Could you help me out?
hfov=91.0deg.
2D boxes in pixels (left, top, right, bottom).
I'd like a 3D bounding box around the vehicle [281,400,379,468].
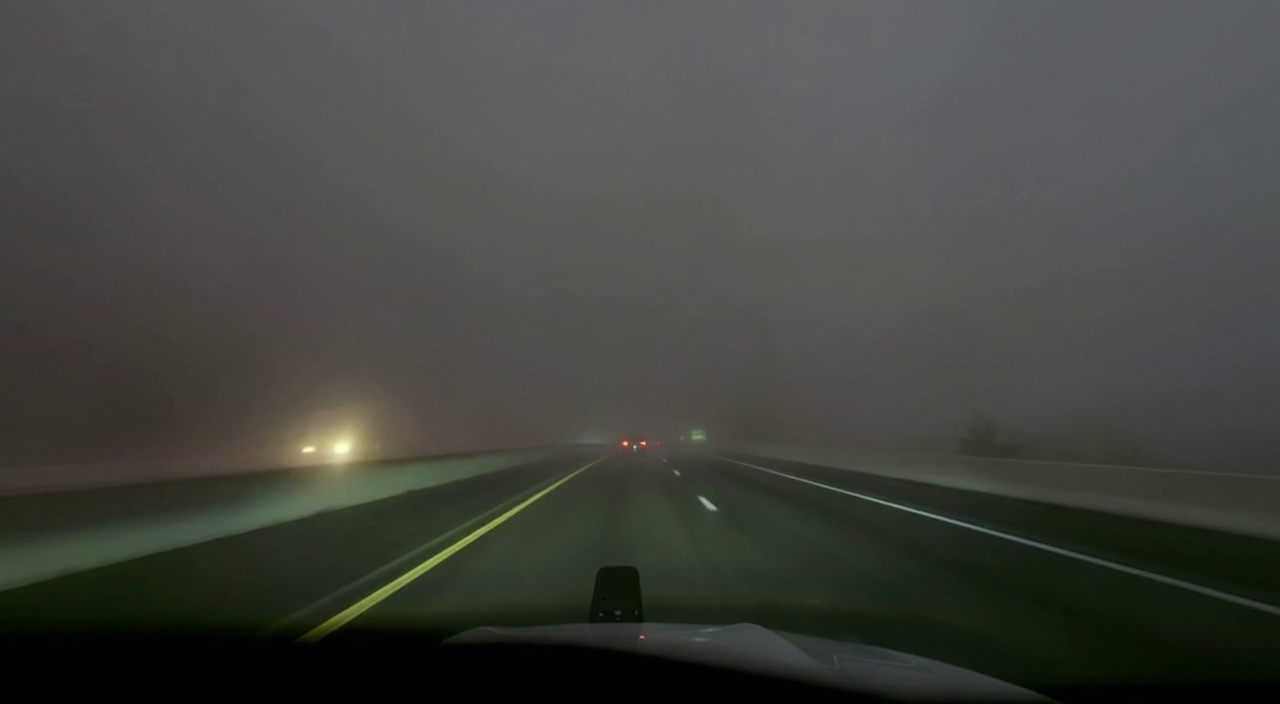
[{"bbox_3d":[-19.721,5.286,40.538,3.081,3.974,6.075,0,-8,1],"label":"vehicle"}]
